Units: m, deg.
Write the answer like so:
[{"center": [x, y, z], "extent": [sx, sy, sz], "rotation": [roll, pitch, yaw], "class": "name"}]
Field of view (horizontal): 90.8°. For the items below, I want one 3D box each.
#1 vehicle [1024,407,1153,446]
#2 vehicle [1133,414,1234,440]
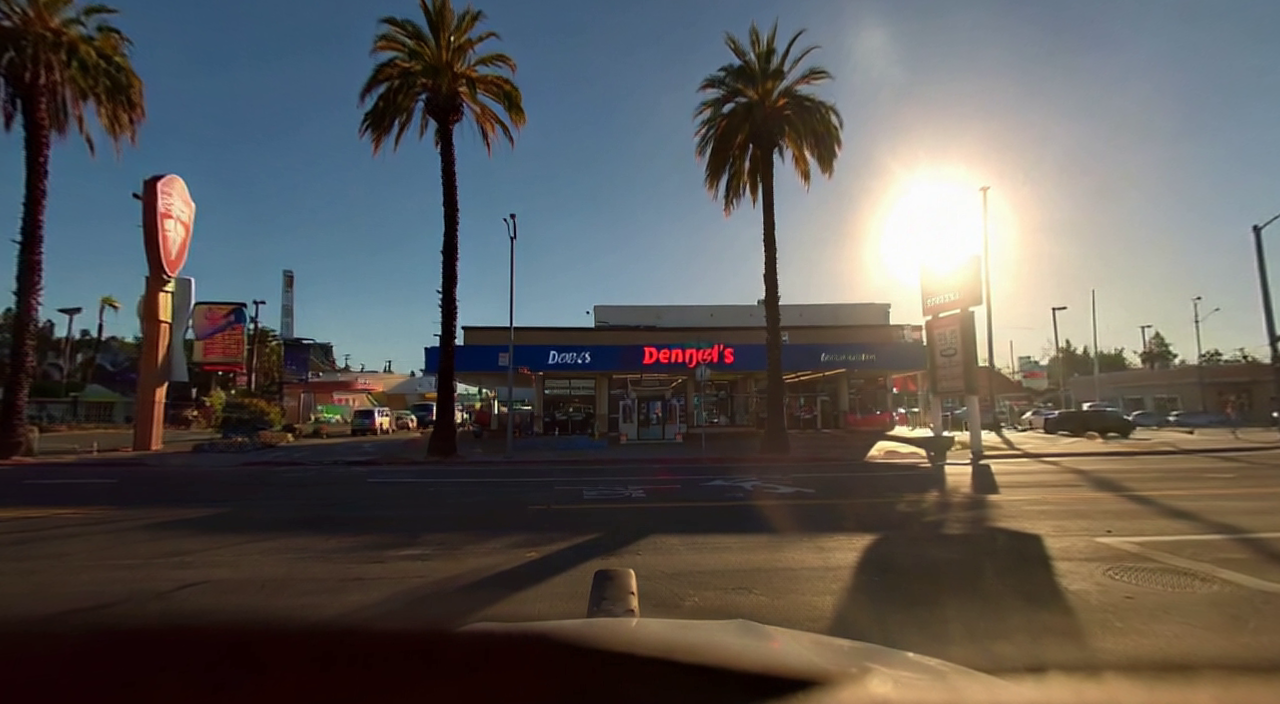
[{"center": [21.992, 3.610, 31.091], "extent": [4.880, 1.754, 2.202], "rotation": [0, -5, -7], "class": "vehicle"}, {"center": [33.889, 4.747, 39.571], "extent": [1.805, 1.466, 4.641], "rotation": [1, -9, -8], "class": "vehicle"}]
